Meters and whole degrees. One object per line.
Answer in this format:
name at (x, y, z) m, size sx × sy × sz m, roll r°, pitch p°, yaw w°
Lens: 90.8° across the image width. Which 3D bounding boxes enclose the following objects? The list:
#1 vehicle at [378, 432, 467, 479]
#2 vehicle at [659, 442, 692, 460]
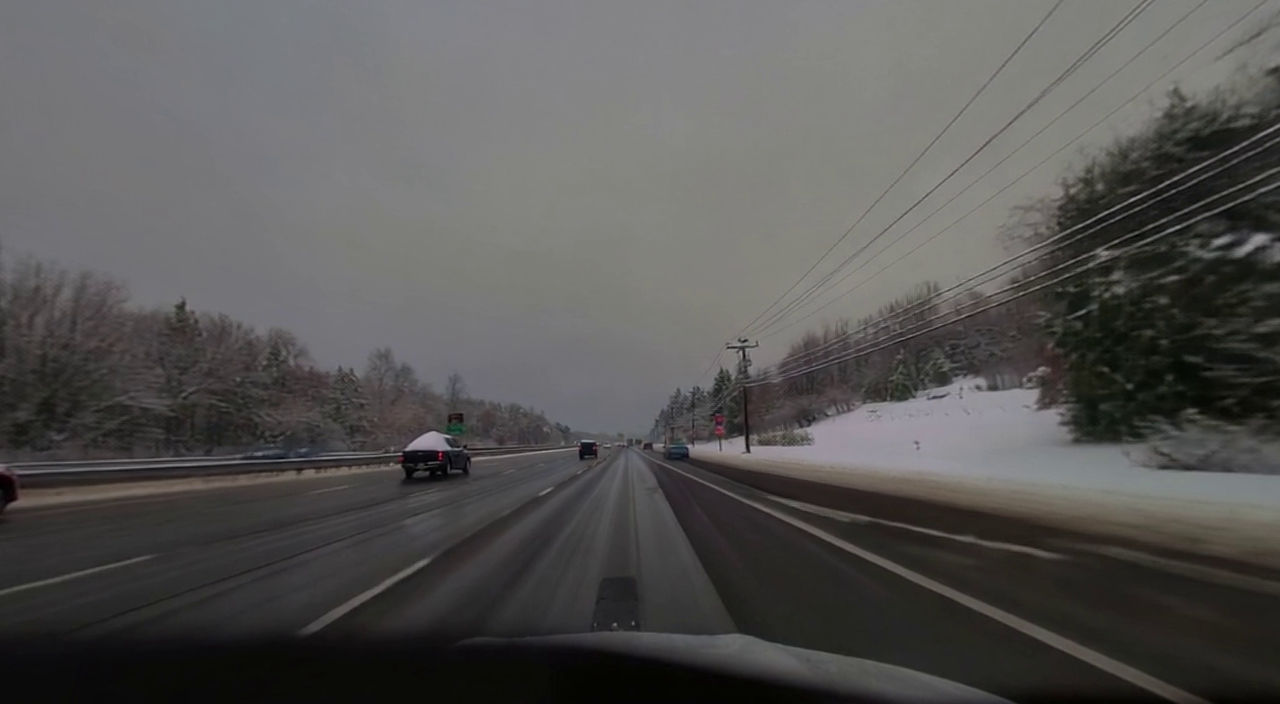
vehicle at (-9.219, 4.456, 27.341) m, size 2.115 × 1.799 × 5.444 m, roll 0°, pitch -9°, yaw -2°
vehicle at (2.713, 7.727, 49.405) m, size 2.015 × 1.391 × 3.897 m, roll 1°, pitch -9°, yaw -5°
